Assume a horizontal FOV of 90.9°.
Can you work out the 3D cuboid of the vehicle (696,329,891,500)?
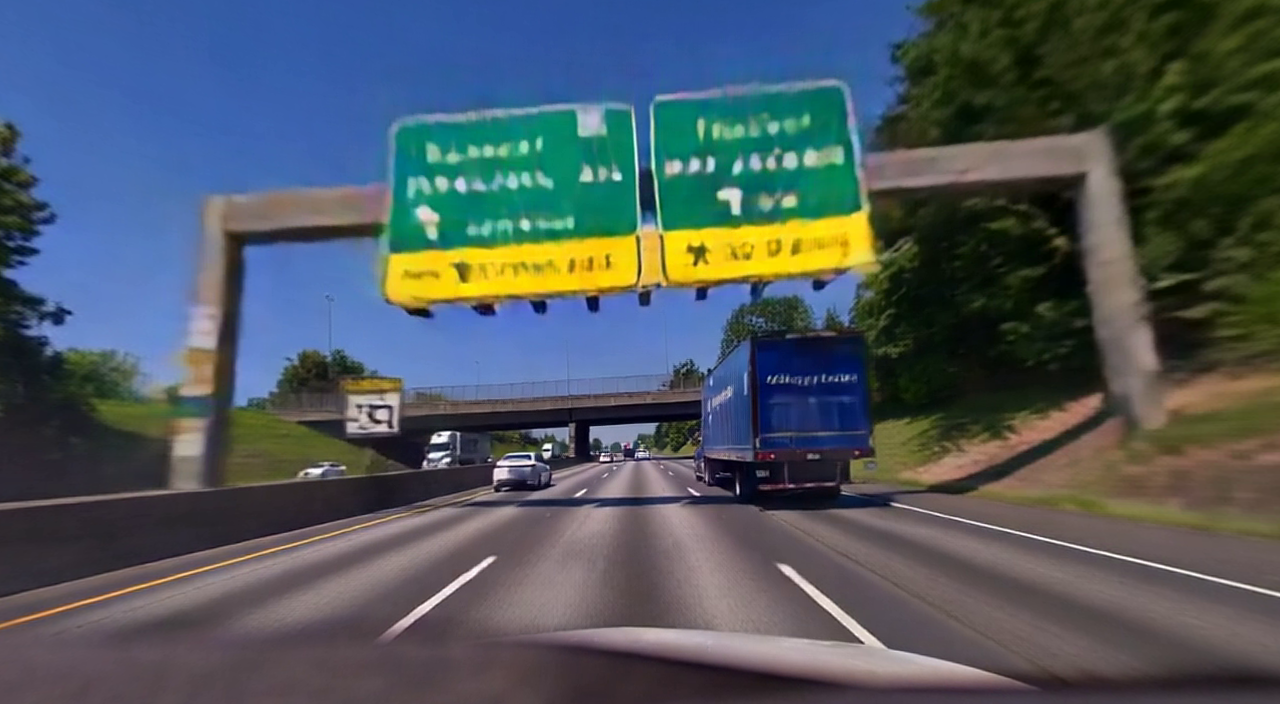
[{"bbox_3d":[4.177,2.495,21.676,3.025,4.005,14.010,0,-9,-1],"label":"vehicle"}]

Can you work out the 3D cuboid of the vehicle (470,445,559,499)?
[{"bbox_3d":[-3.797,3.696,19.812,1.918,1.510,4.006,0,-9,1],"label":"vehicle"}]
